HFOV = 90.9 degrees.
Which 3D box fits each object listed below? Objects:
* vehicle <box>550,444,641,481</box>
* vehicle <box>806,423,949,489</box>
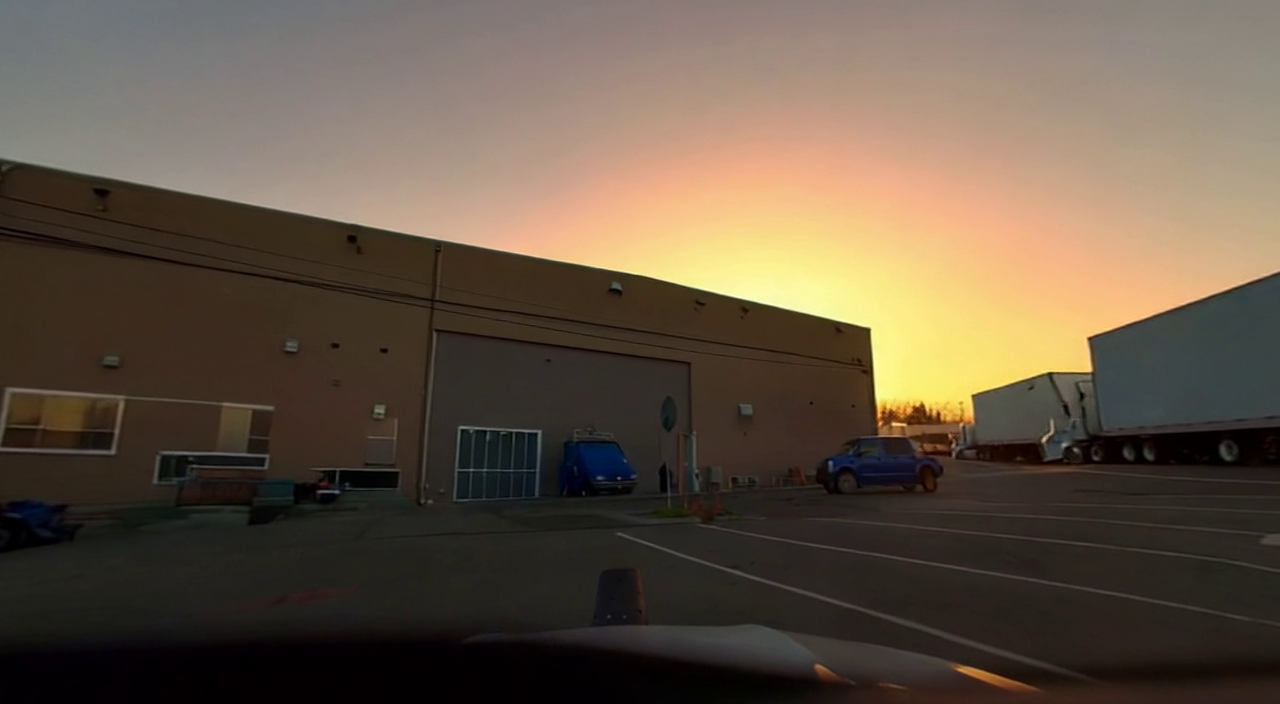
[{"bbox_3d":[-2.700,6.608,38.058,5.207,2.103,1.997,2,-9,-15],"label":"vehicle"},{"bbox_3d":[11.591,5.088,30.861,6.271,3.004,2.298,3,-11,-17],"label":"vehicle"}]
